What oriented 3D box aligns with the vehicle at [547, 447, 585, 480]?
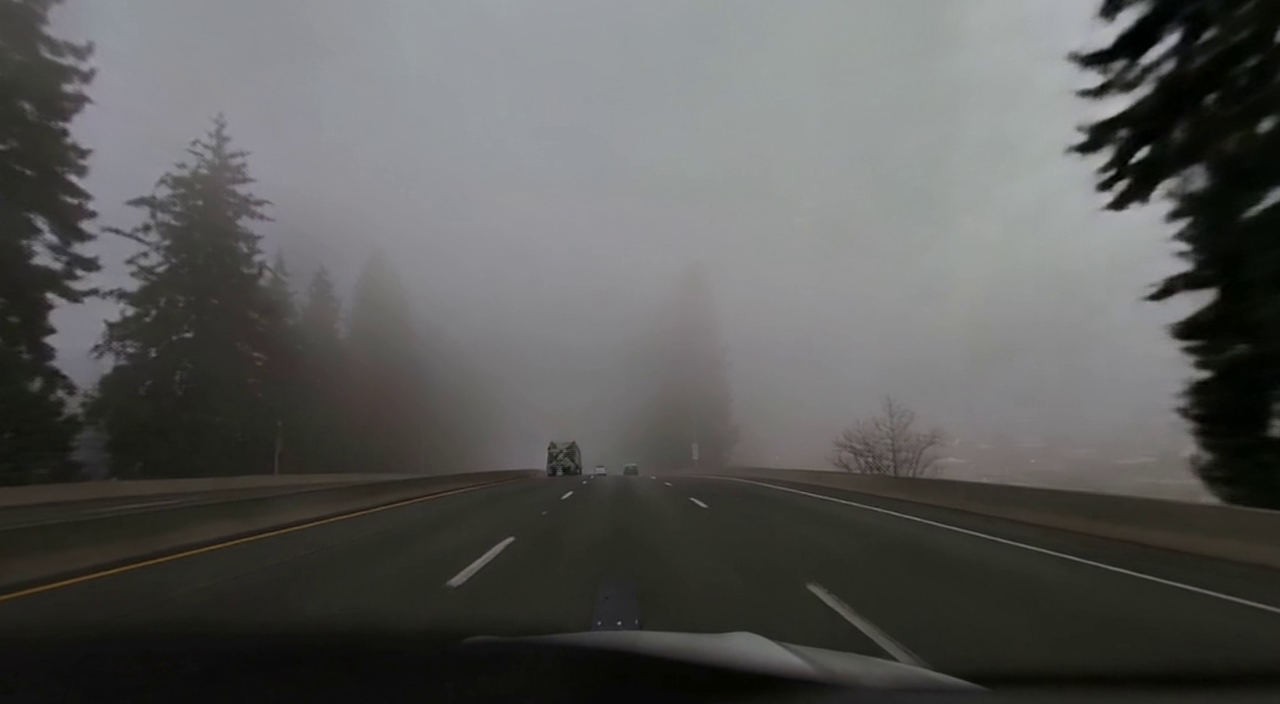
[{"bbox_3d":[-5.417,8.211,46.892,2.323,2.252,4.808,0,-9,-2],"label":"vehicle"}]
